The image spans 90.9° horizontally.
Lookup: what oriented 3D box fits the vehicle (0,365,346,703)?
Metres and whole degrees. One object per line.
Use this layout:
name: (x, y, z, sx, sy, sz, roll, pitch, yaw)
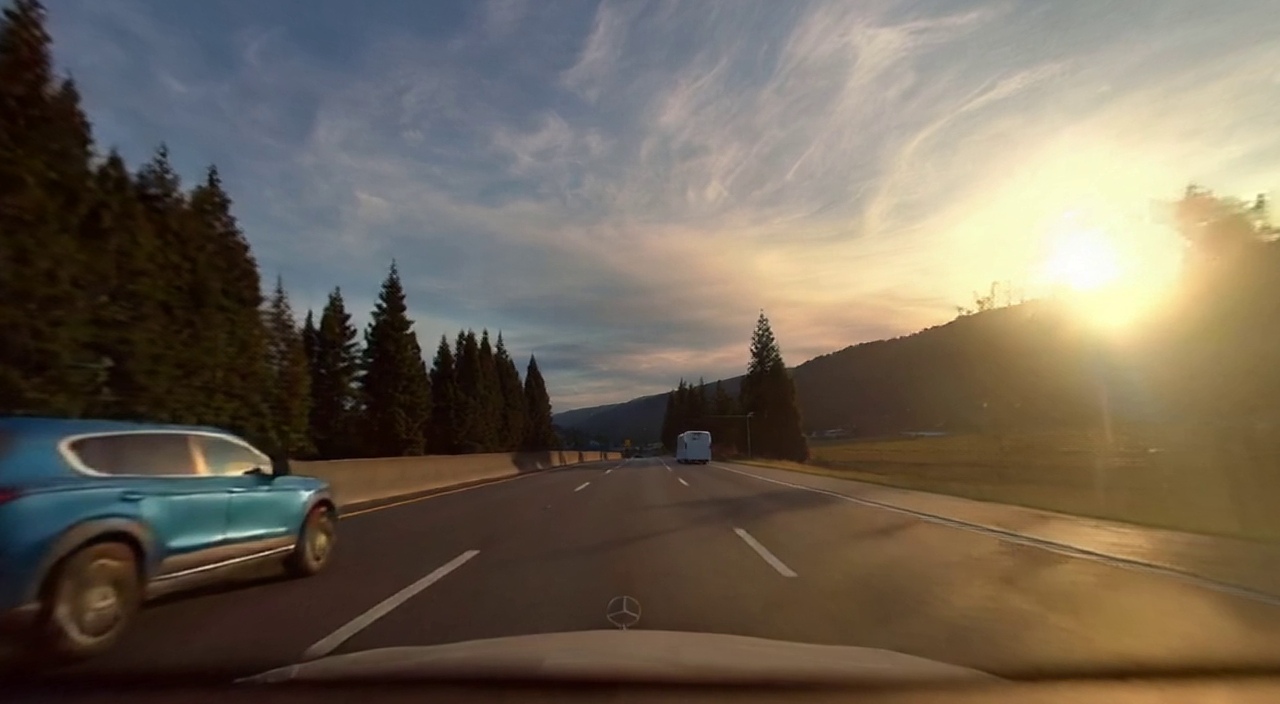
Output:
vehicle: (-4.064, 1.049, 4.054, 2.020, 1.619, 4.690, 0, -9, 1)
